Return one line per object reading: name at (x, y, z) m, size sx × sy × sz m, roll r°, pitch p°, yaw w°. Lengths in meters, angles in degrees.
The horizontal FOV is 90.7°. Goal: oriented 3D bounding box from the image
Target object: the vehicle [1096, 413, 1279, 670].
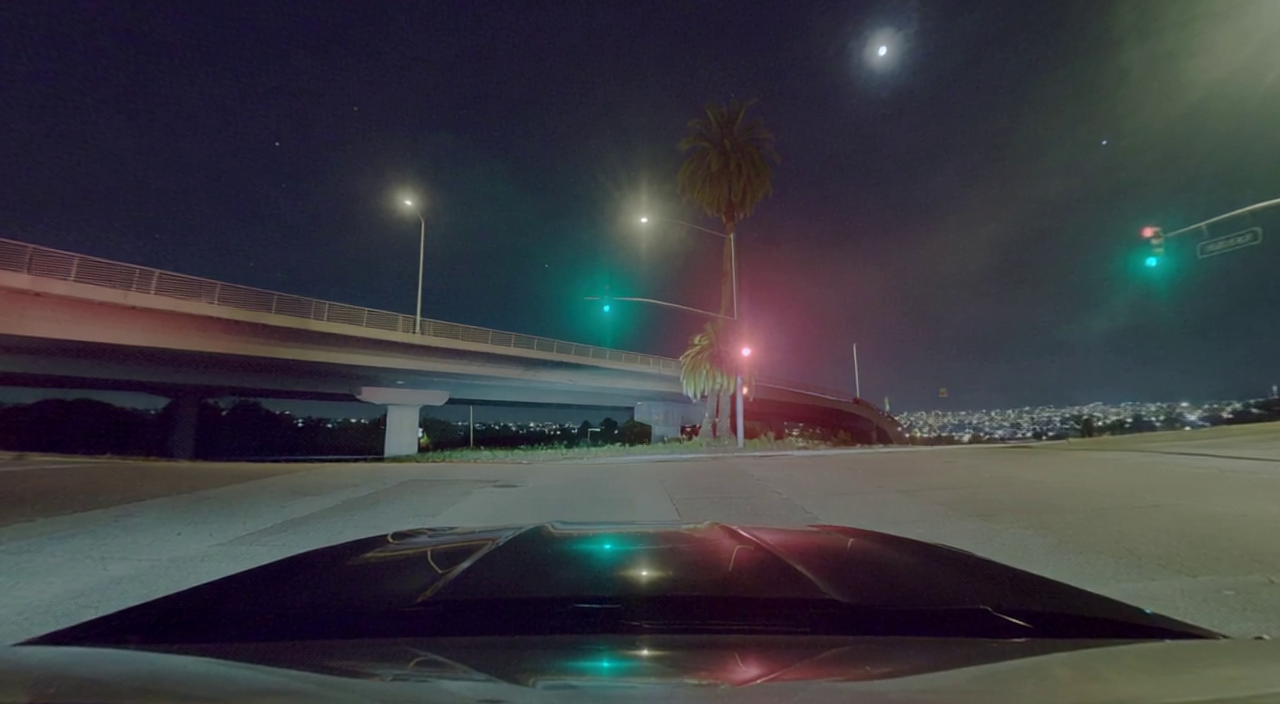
vehicle at (4.594, 1.012, 3.067) m, size 1.959 × 1.485 × 4.628 m, roll -2°, pitch -9°, yaw 10°
